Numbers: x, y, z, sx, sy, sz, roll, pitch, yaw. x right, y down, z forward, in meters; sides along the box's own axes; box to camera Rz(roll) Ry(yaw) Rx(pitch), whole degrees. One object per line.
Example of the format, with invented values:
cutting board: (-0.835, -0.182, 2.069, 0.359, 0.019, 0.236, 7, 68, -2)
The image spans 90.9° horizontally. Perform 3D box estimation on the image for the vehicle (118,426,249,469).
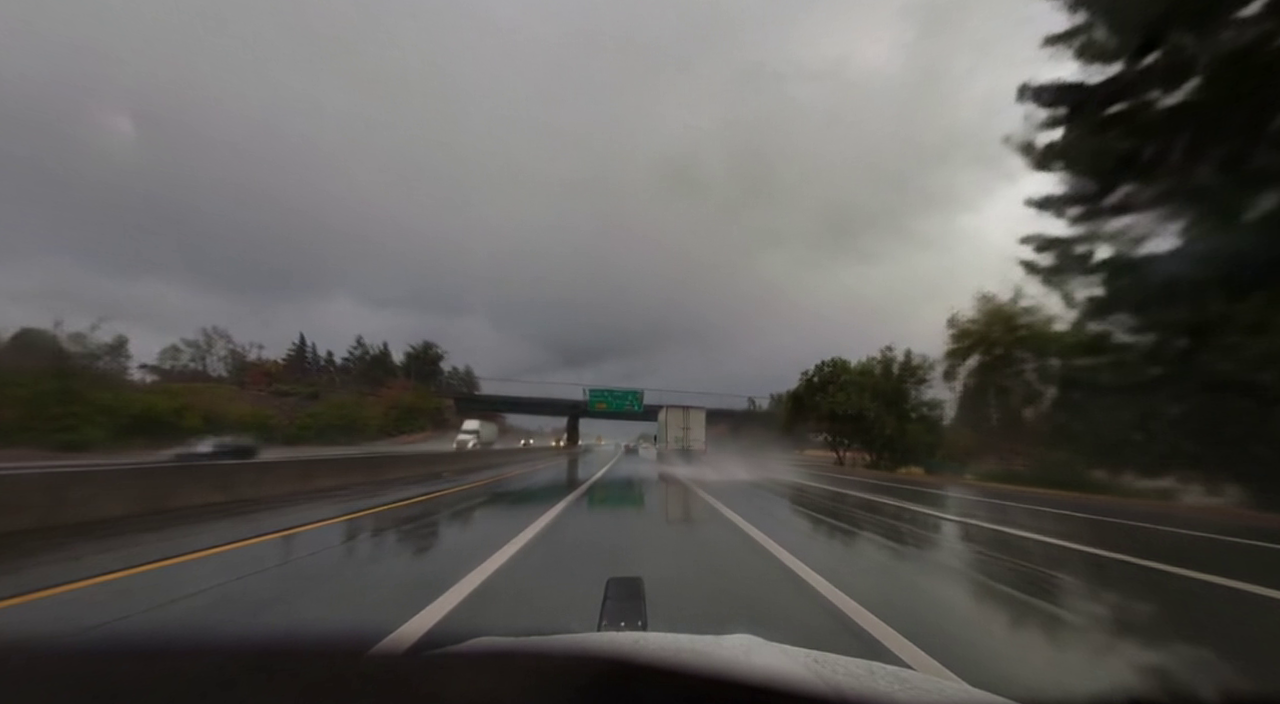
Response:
vehicle: (-18.132, 3.842, 25.356, 1.888, 1.570, 4.568, 0, -9, -1)
